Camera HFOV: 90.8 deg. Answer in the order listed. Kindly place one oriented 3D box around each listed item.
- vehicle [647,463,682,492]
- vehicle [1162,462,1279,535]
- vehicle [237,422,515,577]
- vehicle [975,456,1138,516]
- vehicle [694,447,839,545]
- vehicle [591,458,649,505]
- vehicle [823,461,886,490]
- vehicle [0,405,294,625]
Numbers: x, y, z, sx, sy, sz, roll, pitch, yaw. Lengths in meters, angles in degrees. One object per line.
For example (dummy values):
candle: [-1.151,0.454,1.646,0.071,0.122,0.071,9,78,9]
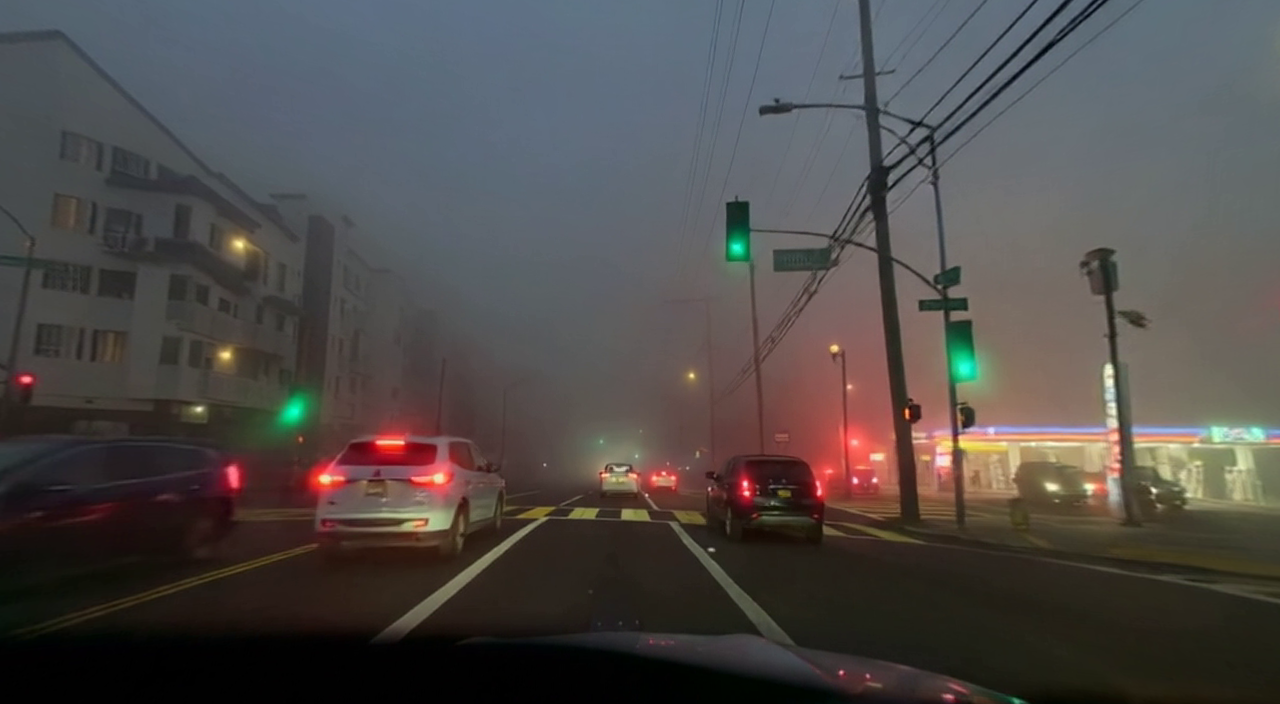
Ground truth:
vehicle: [1.564,8.202,41.609,1.953,1.687,4.094,0,-8,-3]
vehicle: [15.801,3.626,16.070,1.959,1.482,4.664,-2,-9,14]
vehicle: [-3.389,1.974,9.345,2.221,1.706,4.451,0,-8,-1]
vehicle: [12.231,3.866,18.599,4.048,1.539,1.820,3,-9,-19]
vehicle: [2.374,2.806,13.092,1.945,1.647,4.160,0,-8,-3]
vehicle: [-0.712,4.804,23.826,1.999,1.487,3.939,0,-8,-1]
vehicle: [12.834,7.396,38.196,1.846,1.480,4.649,0,-8,-5]
vehicle: [-6.359,1.642,7.230,2.115,1.794,4.757,0,-8,-1]
